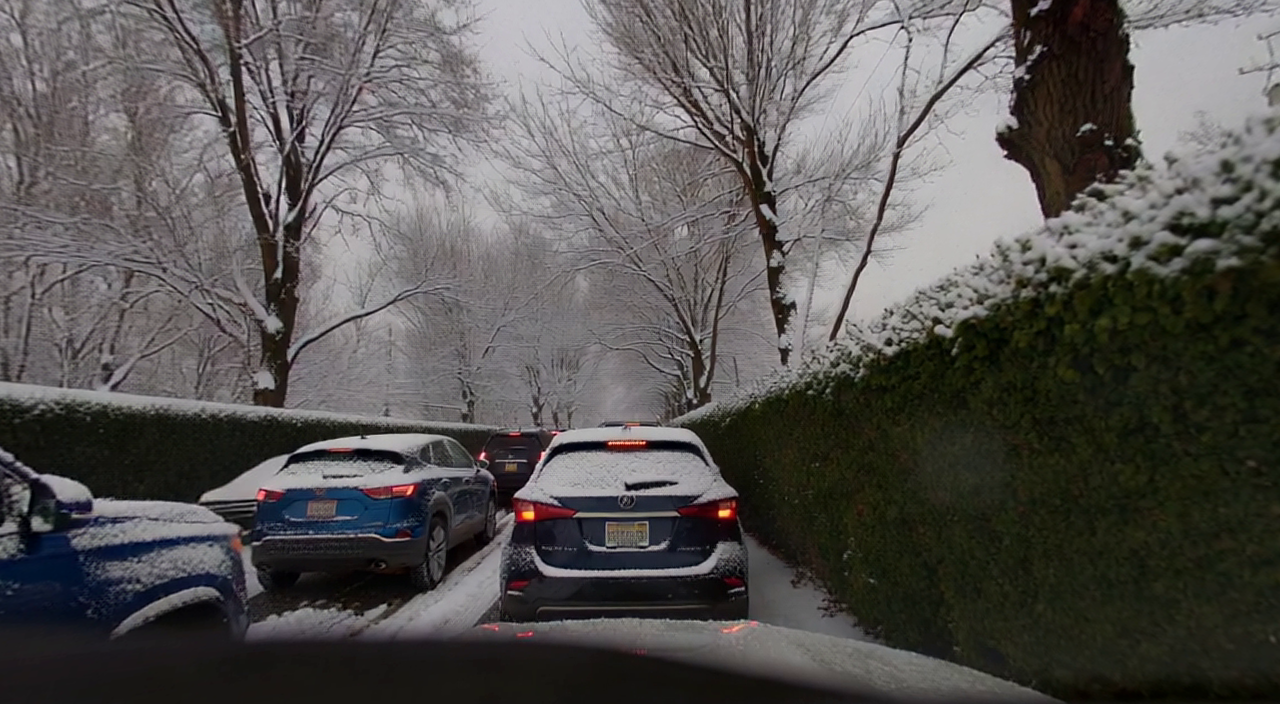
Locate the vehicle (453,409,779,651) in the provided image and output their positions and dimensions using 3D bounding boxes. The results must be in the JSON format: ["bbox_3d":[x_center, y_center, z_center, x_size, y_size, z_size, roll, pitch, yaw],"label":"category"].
[{"bbox_3d":[-0.181,1.496,6.241,2.154,1.581,4.007,0,-9,-1],"label":"vehicle"}]

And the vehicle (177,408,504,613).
[{"bbox_3d":[-3.419,1.848,8.317,2.256,1.728,4.421,-6,-8,-2],"label":"vehicle"}]

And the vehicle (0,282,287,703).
[{"bbox_3d":[-3.286,0.675,1.266,2.205,1.913,5.327,-6,-8,-2],"label":"vehicle"}]
